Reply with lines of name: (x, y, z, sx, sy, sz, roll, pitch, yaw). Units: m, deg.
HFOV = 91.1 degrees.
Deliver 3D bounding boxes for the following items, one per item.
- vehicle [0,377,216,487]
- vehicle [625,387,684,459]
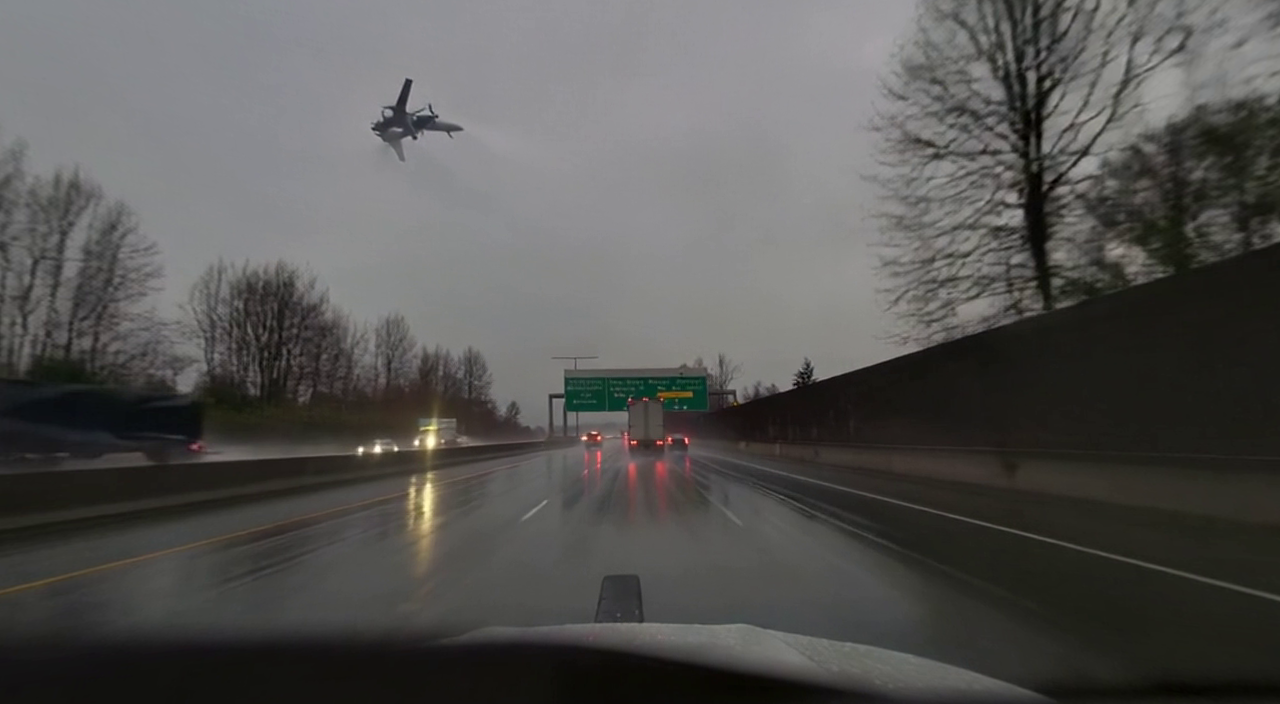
vehicle: (-25.848, 3.739, 29.011, 2.952, 4.139, 14.015, 0, -8, -1)
vehicle: (0.604, 5.083, 43.301, 2.965, 3.972, 16.689, 0, -8, -2)
